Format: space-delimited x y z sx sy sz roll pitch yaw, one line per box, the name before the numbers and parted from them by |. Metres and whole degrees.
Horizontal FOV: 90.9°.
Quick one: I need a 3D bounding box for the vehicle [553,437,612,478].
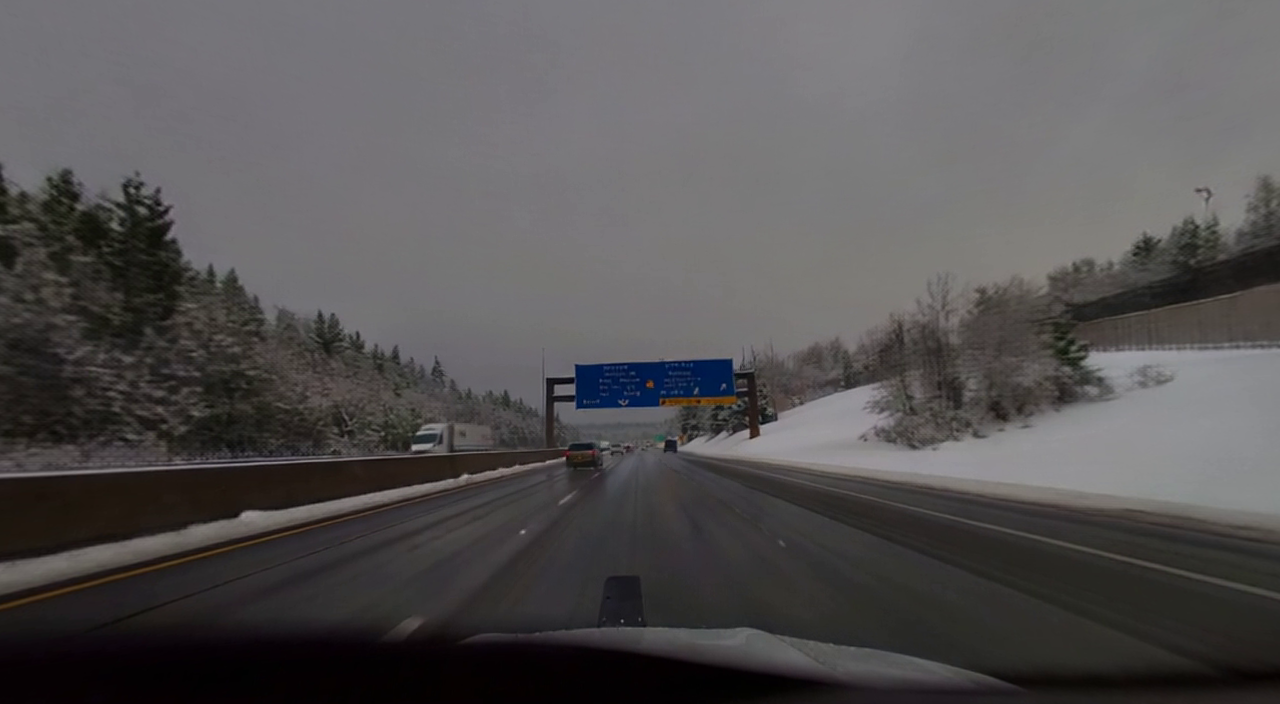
vehicle | -2.460 4.677 28.119 2.183 1.662 3.968 0 -9 1
